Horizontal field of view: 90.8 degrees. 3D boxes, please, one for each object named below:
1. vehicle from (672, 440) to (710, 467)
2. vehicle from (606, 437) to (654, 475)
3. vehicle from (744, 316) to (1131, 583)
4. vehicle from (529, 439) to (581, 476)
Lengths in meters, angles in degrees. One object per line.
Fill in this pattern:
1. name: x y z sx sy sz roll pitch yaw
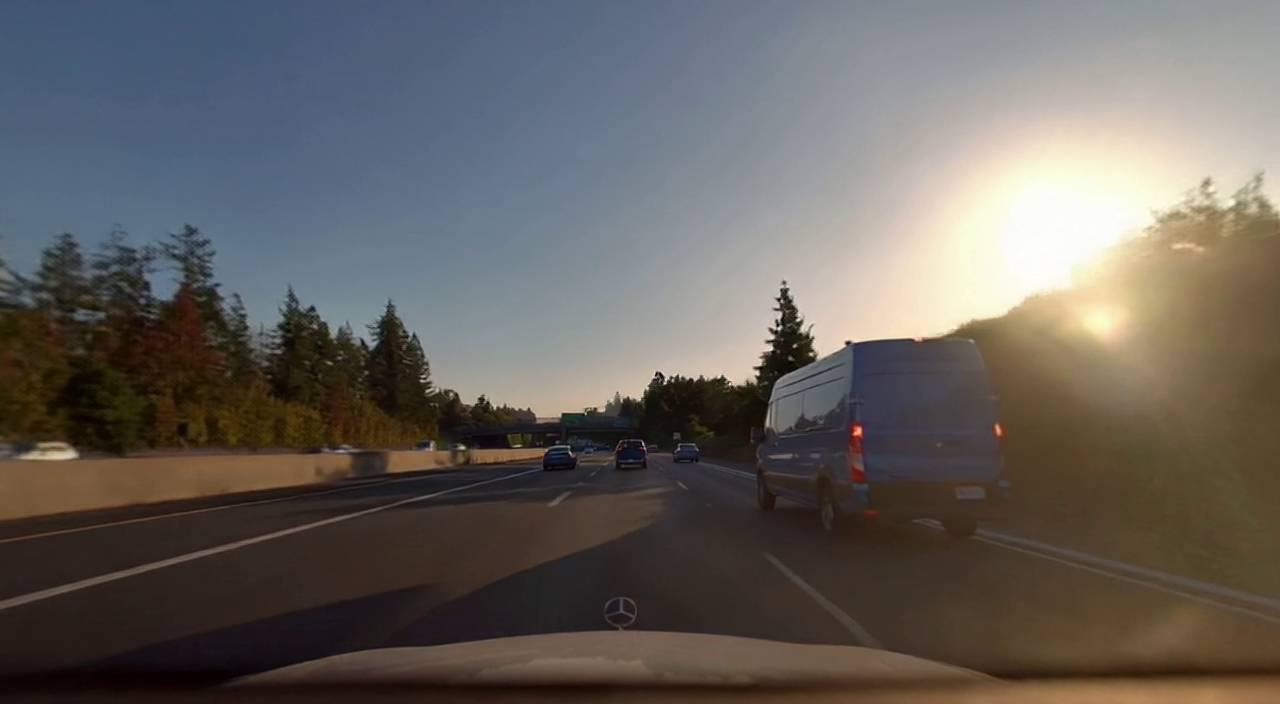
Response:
1. vehicle: 3.454 6.983 43.621 2.160 1.759 4.214 0 -8 -2
2. vehicle: -0.489 5.343 32.717 2.297 1.783 4.355 0 -8 0
3. vehicle: 3.553 1.440 9.737 2.631 2.709 6.496 0 -8 -1
4. vehicle: -4.227 5.309 32.022 2.023 1.709 4.263 0 -8 0
